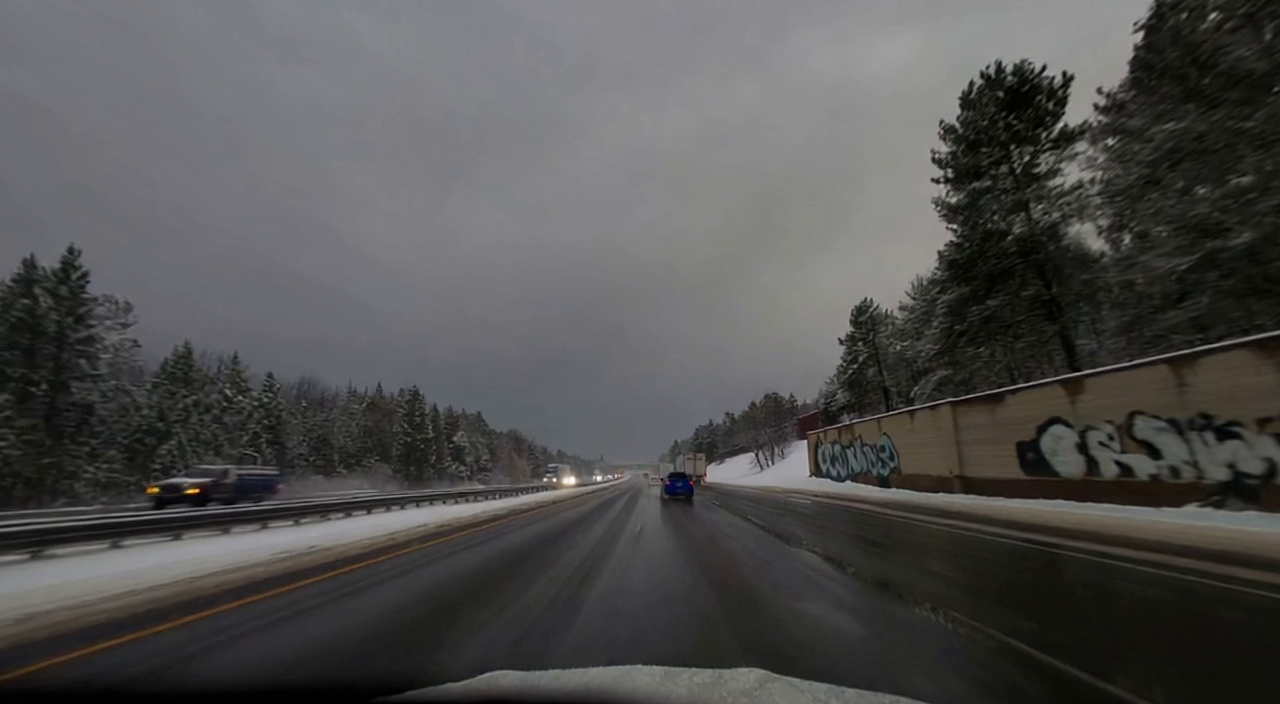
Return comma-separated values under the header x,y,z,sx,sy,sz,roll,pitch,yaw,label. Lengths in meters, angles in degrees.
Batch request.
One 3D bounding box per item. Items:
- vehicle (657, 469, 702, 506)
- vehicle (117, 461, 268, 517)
x,y,z,sx,sy,sz,roll,pitch,yaw,label
1.849,6.524,30.551,2.011,1.574,3.512,1,-10,1,vehicle
-17.633,5.406,25.258,2.209,1.936,4.979,1,-10,1,vehicle
